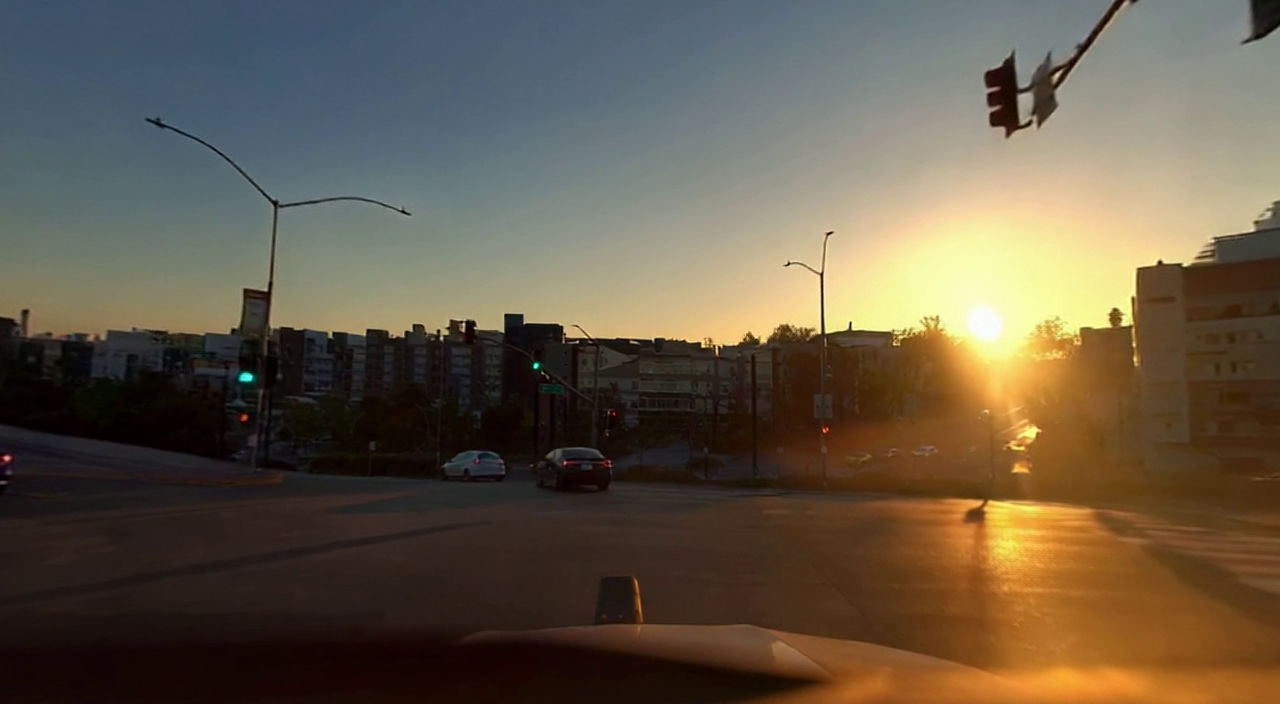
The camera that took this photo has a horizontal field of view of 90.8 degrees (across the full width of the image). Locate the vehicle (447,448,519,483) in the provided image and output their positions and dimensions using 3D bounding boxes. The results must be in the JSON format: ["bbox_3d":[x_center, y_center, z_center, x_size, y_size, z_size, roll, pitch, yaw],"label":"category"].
[{"bbox_3d":[-7.984,5.692,31.916,2.007,1.605,3.852,7,-11,-39],"label":"vehicle"}]

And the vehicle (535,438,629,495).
[{"bbox_3d":[-1.878,3.436,19.335,2.048,1.516,3.874,3,-9,-18],"label":"vehicle"}]
